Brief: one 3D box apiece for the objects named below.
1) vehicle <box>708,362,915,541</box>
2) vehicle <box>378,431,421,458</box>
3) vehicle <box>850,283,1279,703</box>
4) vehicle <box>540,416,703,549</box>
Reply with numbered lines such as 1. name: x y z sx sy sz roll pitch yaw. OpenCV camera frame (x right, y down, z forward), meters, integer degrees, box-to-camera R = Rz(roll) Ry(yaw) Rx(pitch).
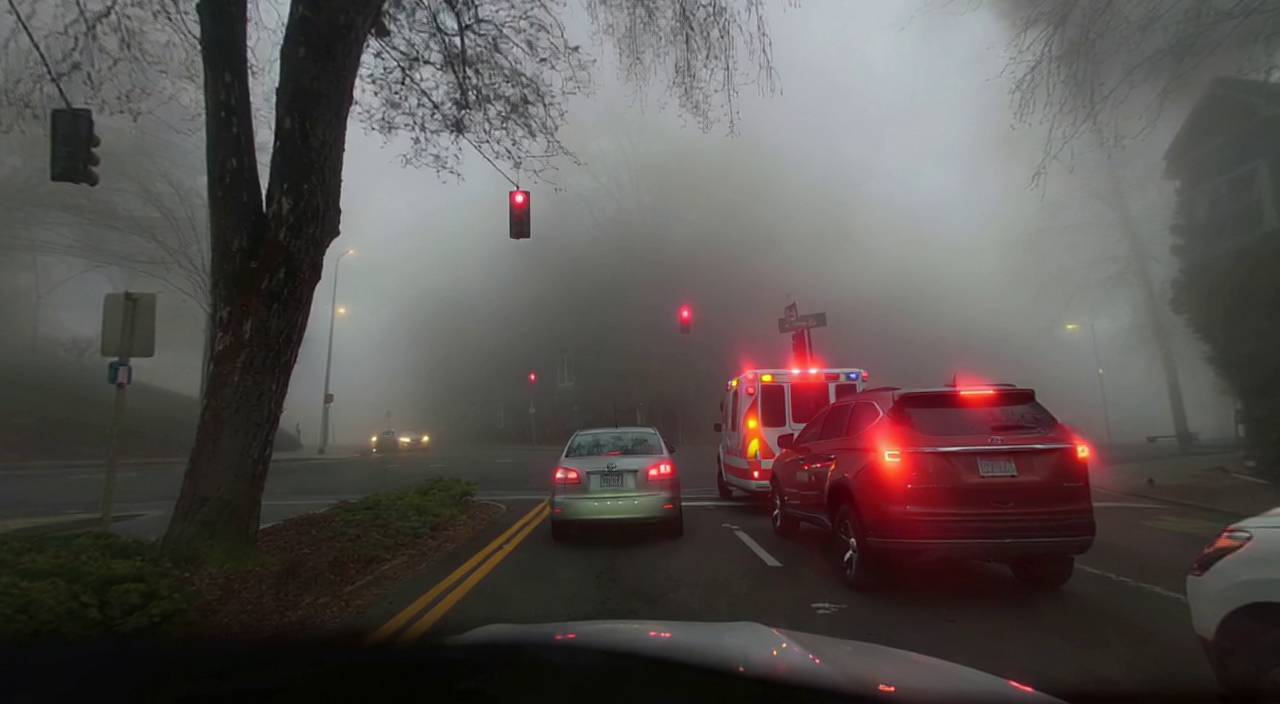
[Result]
1. vehicle: 2.879 1.891 12.361 2.406 2.687 5.521 0 -8 -1
2. vehicle: -17.747 6.876 46.851 2.246 1.880 4.454 1 -9 -12
3. vehicle: 2.846 0.894 2.854 2.194 1.820 4.652 0 -8 0
4. vehicle: -0.286 1.975 10.174 2.114 1.707 3.725 0 -8 -1
